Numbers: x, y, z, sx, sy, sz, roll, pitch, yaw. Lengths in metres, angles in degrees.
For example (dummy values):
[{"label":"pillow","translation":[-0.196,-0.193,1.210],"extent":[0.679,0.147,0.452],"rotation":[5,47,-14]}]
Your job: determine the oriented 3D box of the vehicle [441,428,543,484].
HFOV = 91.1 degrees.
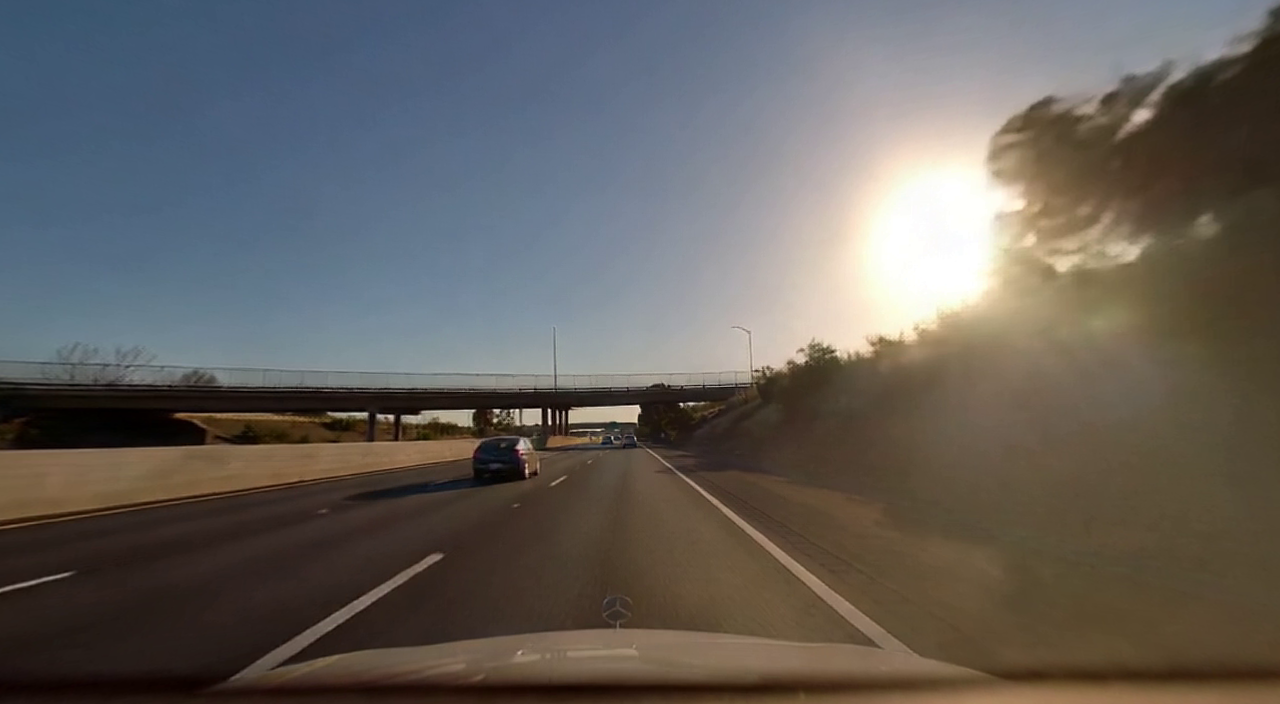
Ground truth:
[{"label":"vehicle","translation":[-4.634,3.336,20.562],"extent":[2.129,1.588,4.980],"rotation":[0,-8,0]}]
